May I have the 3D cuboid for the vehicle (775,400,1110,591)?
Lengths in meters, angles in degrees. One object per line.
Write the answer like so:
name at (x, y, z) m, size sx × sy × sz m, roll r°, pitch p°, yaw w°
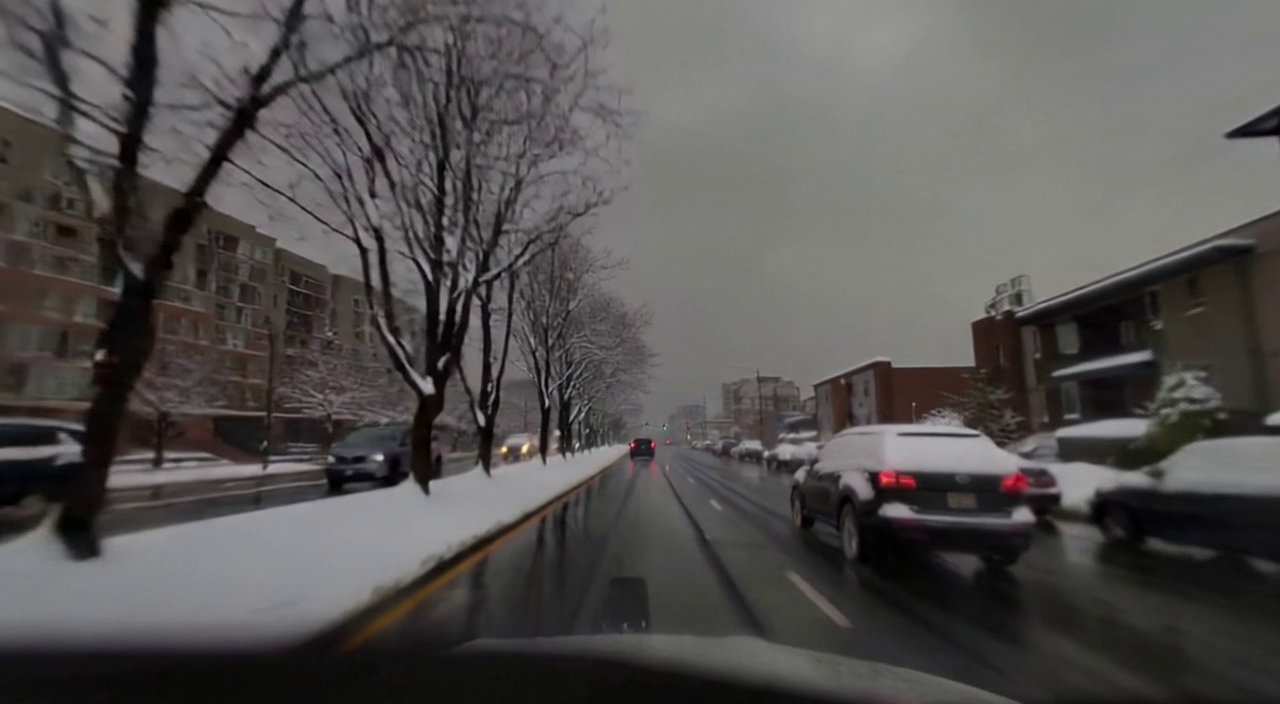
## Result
vehicle at (3.285, 1.663, 8.160) m, size 2.071 × 1.747 × 4.549 m, roll 0°, pitch -8°, yaw 0°

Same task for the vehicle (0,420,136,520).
vehicle at (-11.999, 2.015, 10.784) m, size 2.191 × 1.684 × 5.428 m, roll 0°, pitch -8°, yaw 1°

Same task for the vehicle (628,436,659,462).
vehicle at (0.310, 7.171, 46.626) m, size 2.244 × 1.813 × 4.129 m, roll 0°, pitch -8°, yaw 2°

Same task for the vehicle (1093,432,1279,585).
vehicle at (7.656, 1.675, 6.861) m, size 1.919 × 1.586 × 4.692 m, roll 0°, pitch -8°, yaw 0°

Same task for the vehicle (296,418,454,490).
vehicle at (-7.897, 3.142, 19.661) m, size 2.249 × 1.898 × 5.815 m, roll 0°, pitch -8°, yaw 2°

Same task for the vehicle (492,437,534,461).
vehicle at (-9.069, 6.964, 45.409) m, size 2.042 × 1.654 × 4.504 m, roll 0°, pitch -8°, yaw 1°
